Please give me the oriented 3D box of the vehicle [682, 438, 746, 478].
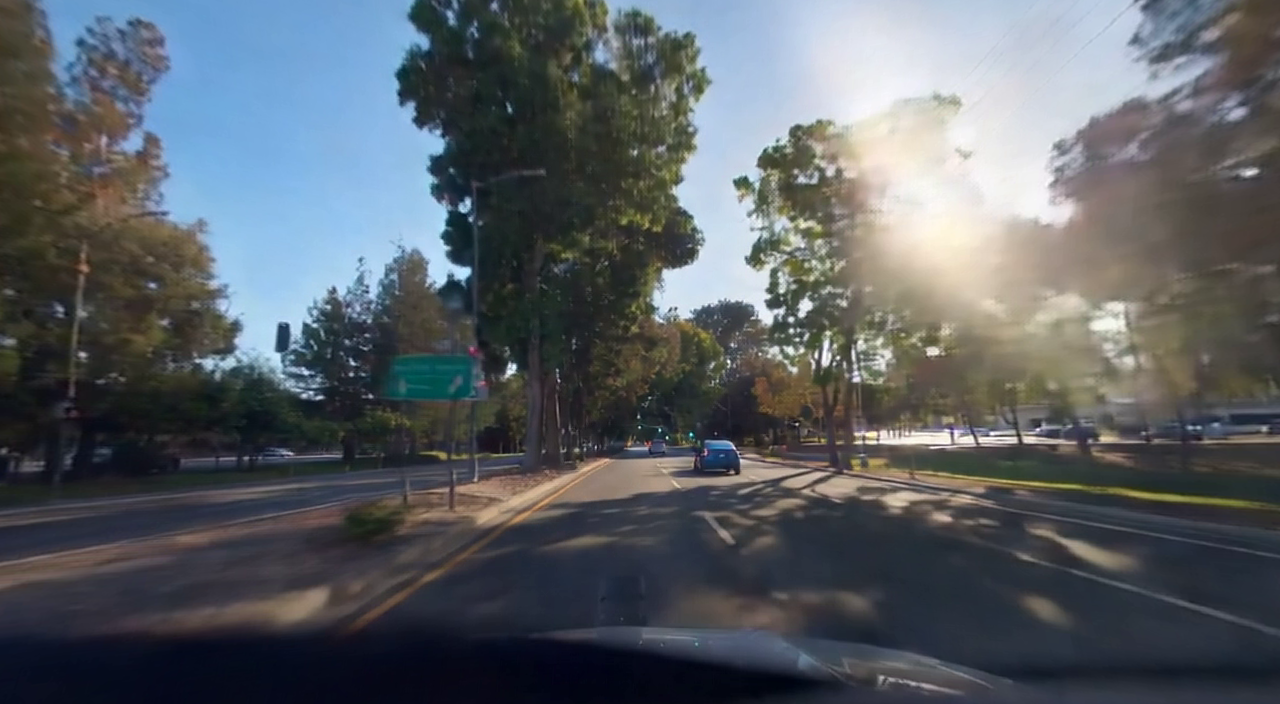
[{"bbox_3d":[2.960,4.352,26.173,2.056,1.483,4.091,0,-8,-1],"label":"vehicle"}]
